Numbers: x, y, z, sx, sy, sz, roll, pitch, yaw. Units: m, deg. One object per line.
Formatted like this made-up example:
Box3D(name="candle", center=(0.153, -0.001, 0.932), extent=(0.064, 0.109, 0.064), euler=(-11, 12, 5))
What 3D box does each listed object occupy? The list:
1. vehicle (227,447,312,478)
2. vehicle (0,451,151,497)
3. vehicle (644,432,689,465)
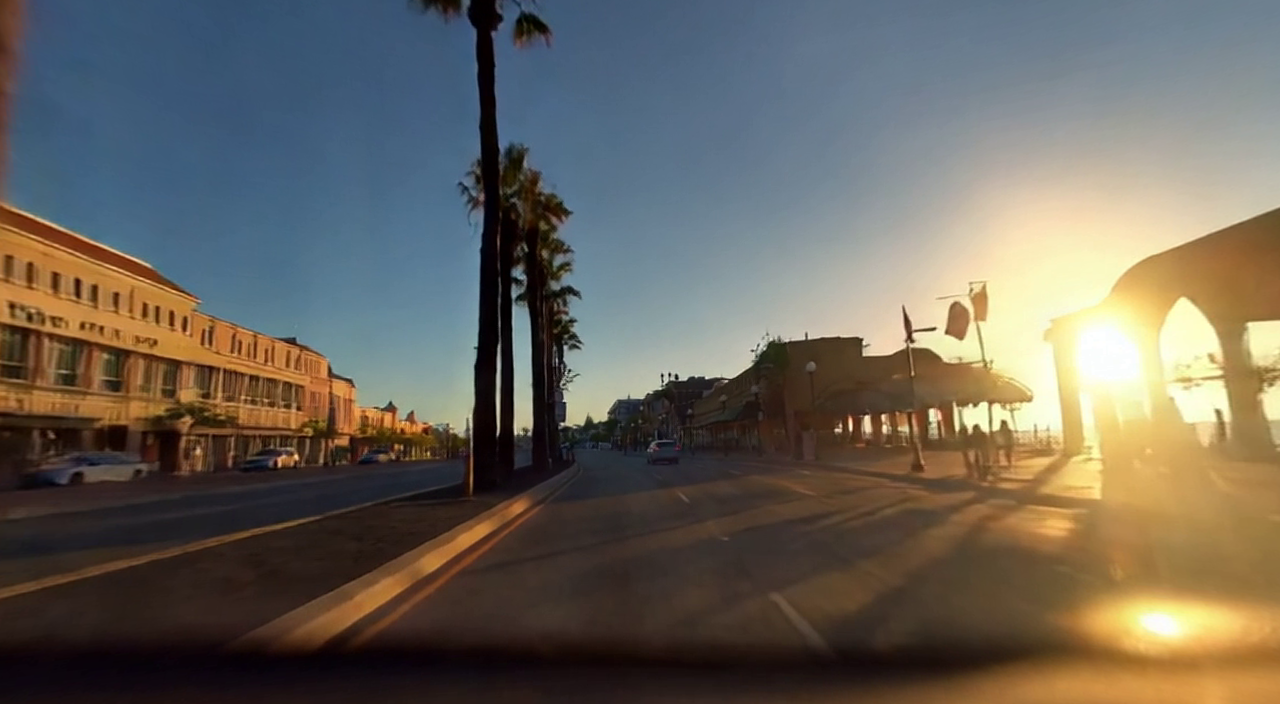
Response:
Box3D(name="vehicle", center=(-22.001, 6.566, 37.807), extent=(2.285, 1.689, 4.968), euler=(0, -8, -4))
Box3D(name="vehicle", center=(-21.779, 4.635, 24.492), extent=(1.866, 1.553, 4.835), euler=(0, -8, -2))
Box3D(name="vehicle", center=(1.659, 6.468, 42.586), extent=(2.284, 2.010, 6.670), euler=(0, -8, -4))
